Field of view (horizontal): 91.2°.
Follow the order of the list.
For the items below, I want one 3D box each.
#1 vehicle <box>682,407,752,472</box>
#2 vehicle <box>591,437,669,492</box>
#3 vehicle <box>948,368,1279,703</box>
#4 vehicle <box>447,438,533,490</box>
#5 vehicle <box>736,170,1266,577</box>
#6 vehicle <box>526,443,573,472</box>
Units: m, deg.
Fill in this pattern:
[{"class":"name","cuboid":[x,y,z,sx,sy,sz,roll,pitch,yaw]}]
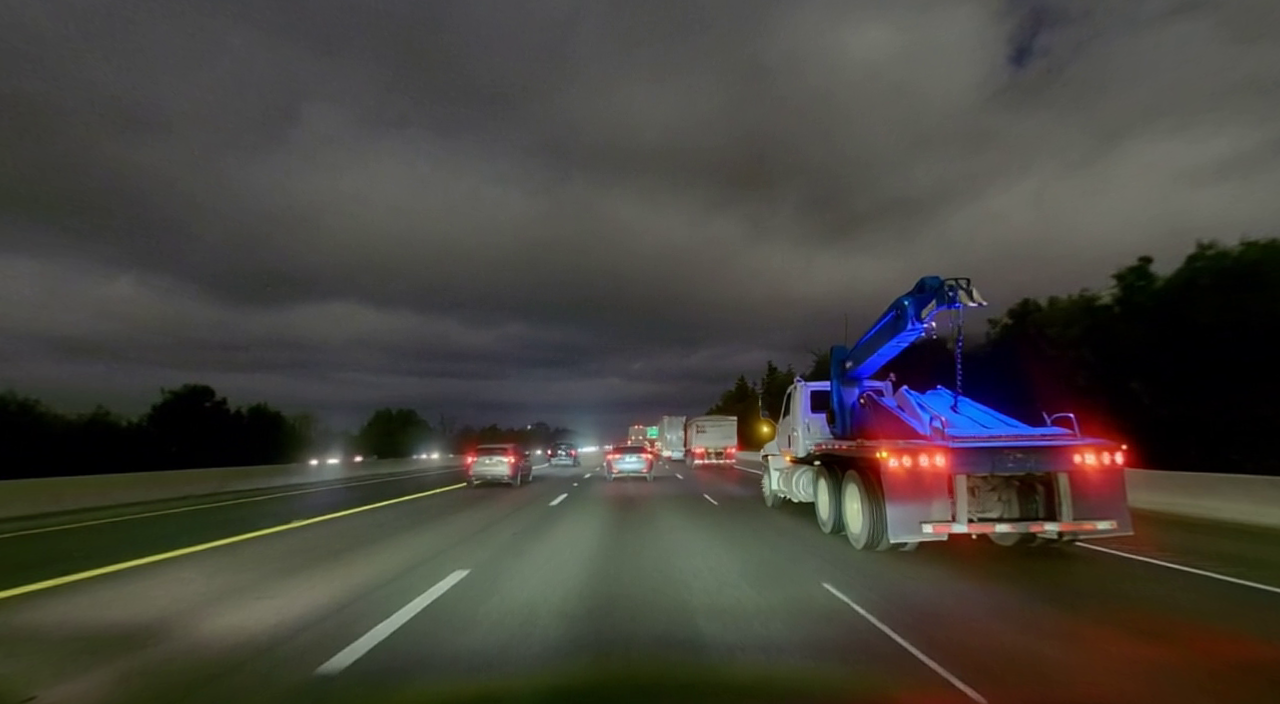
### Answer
[{"class":"vehicle","cuboid":[3.619,4.379,30.978,2.416,2.829,7.016,0,-9,-1]},{"class":"vehicle","cuboid":[-0.325,3.406,19.263,2.150,1.498,3.988,0,-9,-1]},{"class":"vehicle","cuboid":[3.903,0.837,2.235,2.599,1.631,5.693,0,-9,-2]},{"class":"vehicle","cuboid":[-4.837,3.673,20.784,1.858,1.527,3.974,0,-9,0]},{"class":"vehicle","cuboid":[3.738,0.742,9.730,2.975,3.618,8.456,0,-9,-1]},{"class":"vehicle","cuboid":[-4.898,5.775,34.564,1.924,1.481,4.264,0,-9,1]}]
